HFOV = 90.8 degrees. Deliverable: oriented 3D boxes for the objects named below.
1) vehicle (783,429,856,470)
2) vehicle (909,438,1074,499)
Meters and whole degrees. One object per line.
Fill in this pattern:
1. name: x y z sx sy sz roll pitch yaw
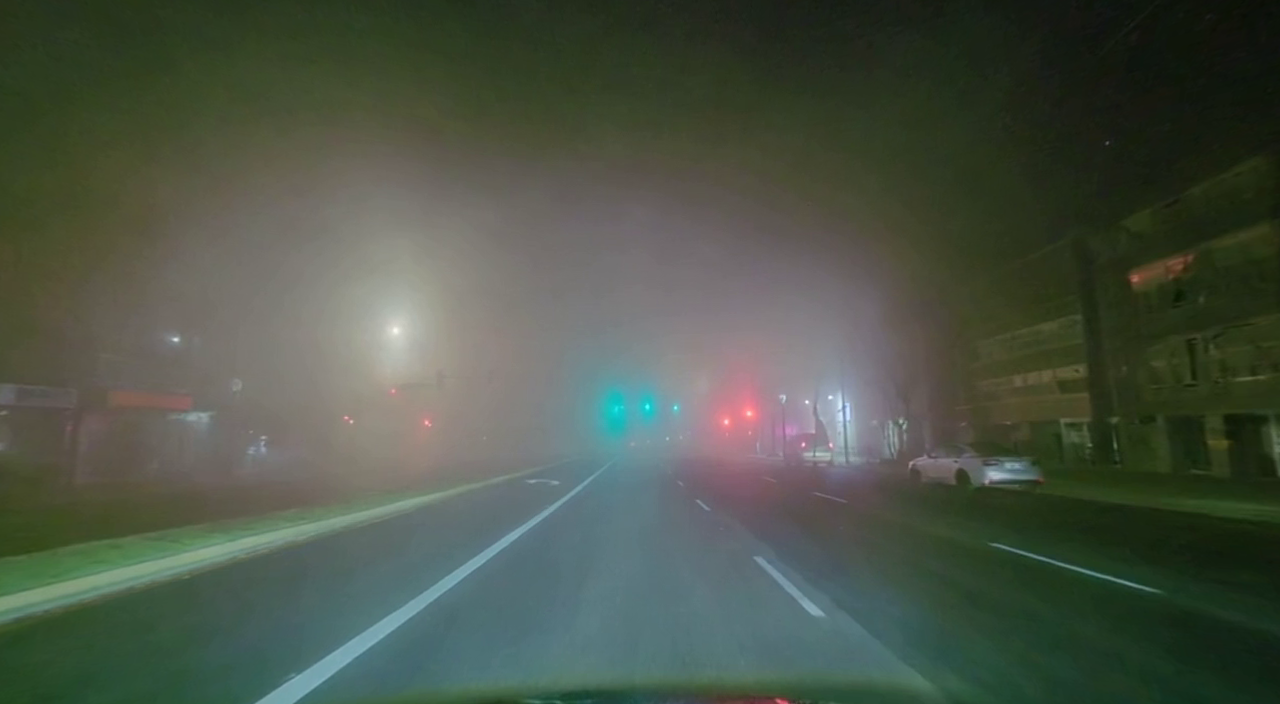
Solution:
1. vehicle: 10.009 5.509 35.917 2.273 2.103 5.788 0 -8 -2
2. vehicle: 9.671 3.220 17.931 1.945 1.478 4.653 0 -8 -1
